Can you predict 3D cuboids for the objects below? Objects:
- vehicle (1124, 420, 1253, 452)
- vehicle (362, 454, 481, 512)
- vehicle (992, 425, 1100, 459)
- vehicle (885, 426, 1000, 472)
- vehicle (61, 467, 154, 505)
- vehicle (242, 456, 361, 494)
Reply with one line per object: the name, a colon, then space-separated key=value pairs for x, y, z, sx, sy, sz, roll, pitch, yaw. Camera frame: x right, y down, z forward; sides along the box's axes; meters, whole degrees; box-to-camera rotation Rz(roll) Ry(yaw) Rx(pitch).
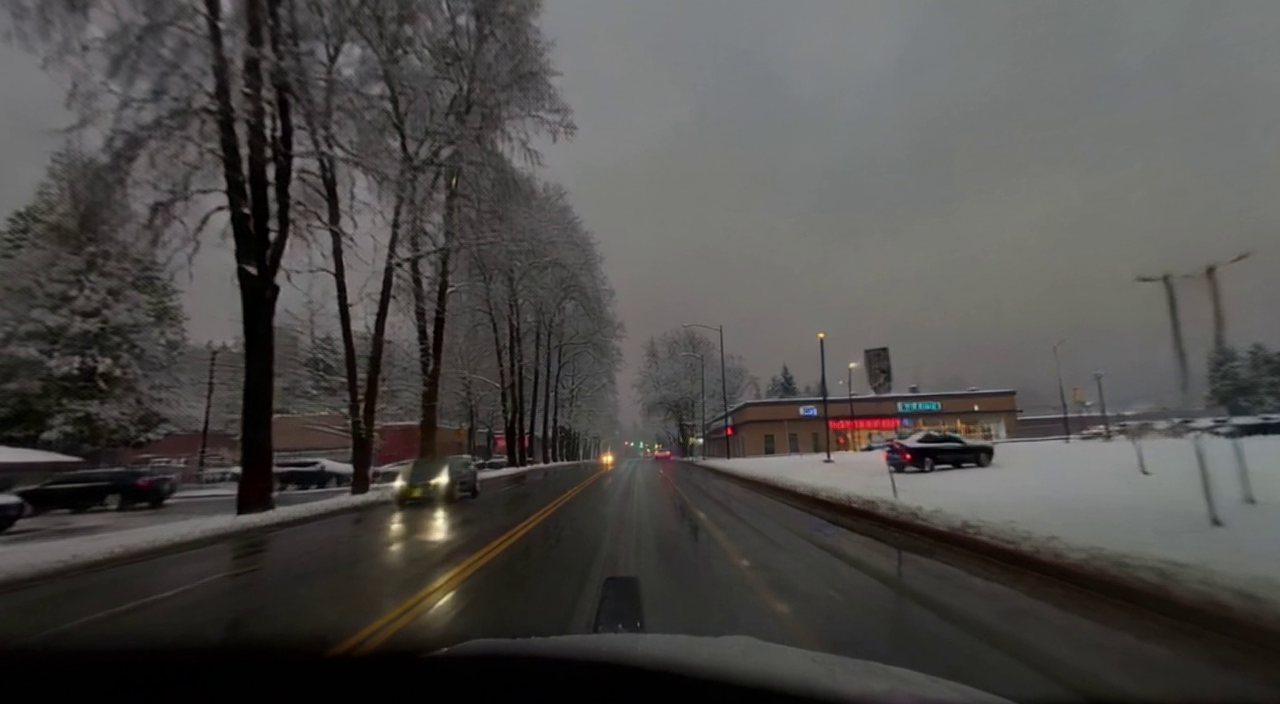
vehicle: x=26.125 y=4.060 z=30.209 sx=1.765 sy=1.435 sz=4.413 roll=8 pitch=-12 yaw=-44
vehicle: x=-6.526 y=3.948 z=19.519 sx=1.962 sy=1.478 sz=4.639 roll=-1 pitch=-9 yaw=1
vehicle: x=21.871 y=4.881 z=34.131 sx=4.442 sy=1.451 sz=1.945 roll=-12 pitch=-12 yaw=42
vehicle: x=11.190 y=3.559 z=23.254 sx=4.587 sy=1.504 sz=1.928 roll=6 pitch=-11 yaw=-38
vehicle: x=-27.387 y=6.853 z=32.675 sx=1.822 sy=1.622 sz=4.193 roll=-2 pitch=-9 yaw=-11
vehicle: x=-16.351 y=5.964 z=30.692 sx=4.650 sy=1.700 sz=1.915 roll=0 pitch=-9 yaw=-1
